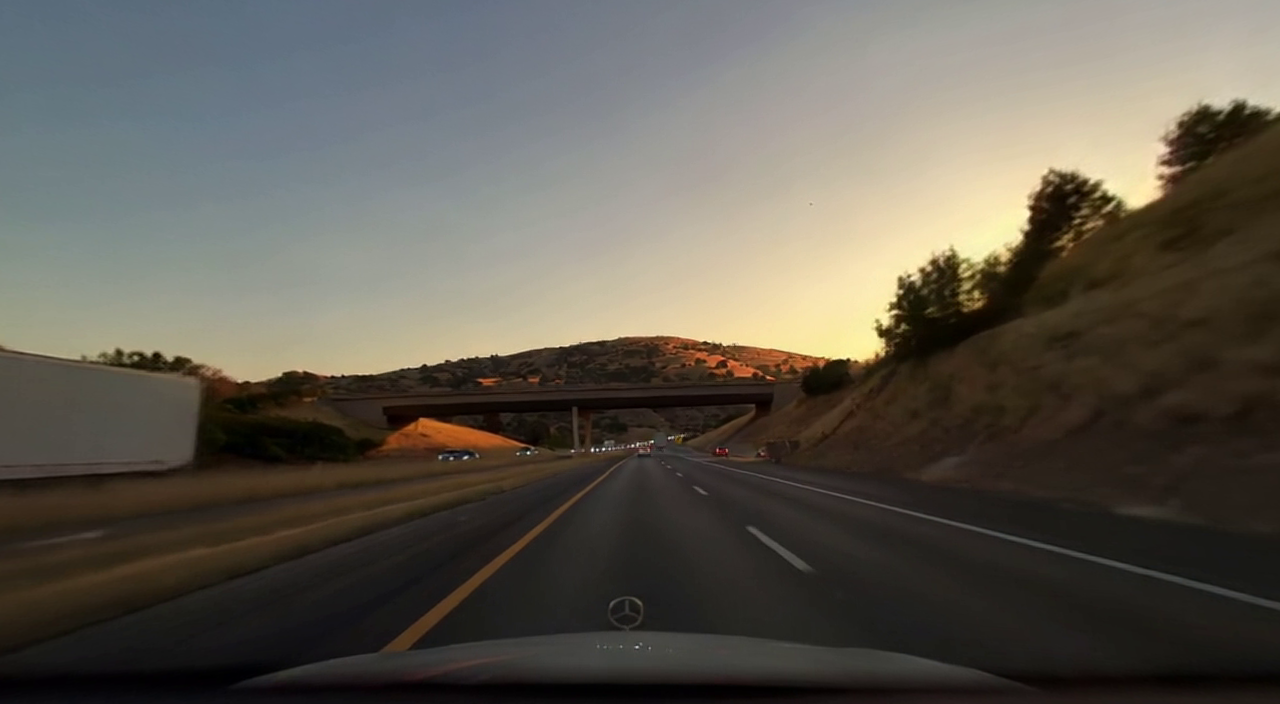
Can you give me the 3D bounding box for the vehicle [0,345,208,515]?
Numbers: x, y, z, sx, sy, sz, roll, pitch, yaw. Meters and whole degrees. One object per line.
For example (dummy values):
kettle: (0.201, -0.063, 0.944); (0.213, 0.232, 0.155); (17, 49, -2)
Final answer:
vehicle: (-17.358, 1.798, 14.606); (2.926, 4.181, 16.364); (0, -9, 0)
